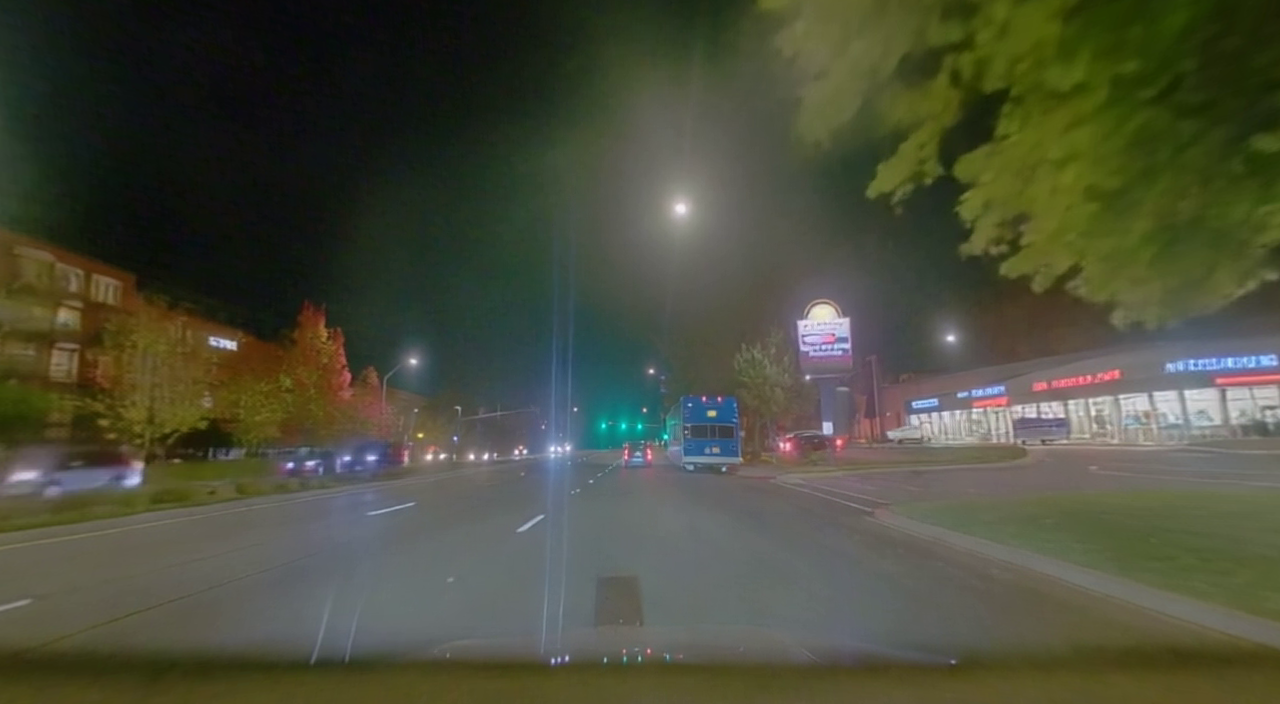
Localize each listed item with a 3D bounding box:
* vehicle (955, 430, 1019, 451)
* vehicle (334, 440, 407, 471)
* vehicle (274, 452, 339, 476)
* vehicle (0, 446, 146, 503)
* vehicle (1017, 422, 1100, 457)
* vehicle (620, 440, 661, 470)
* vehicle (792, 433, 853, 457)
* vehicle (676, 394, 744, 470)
[{"bbox_3d":[25.884,6.597,47.064,4.196,1.520,1.953,4,-10,-24],"label":"vehicle"},{"bbox_3d":[-14.970,5.774,35.389,1.983,1.630,4.568,0,-9,1],"label":"vehicle"},{"bbox_3d":[-22.395,7.506,42.582,1.900,1.448,4.562,0,-9,0],"label":"vehicle"},{"bbox_3d":[-18.222,3.738,19.766,1.832,1.528,4.603,0,-9,0],"label":"vehicle"},{"bbox_3d":[23.950,4.990,36.116,4.430,1.659,1.905,1,-10,-29],"label":"vehicle"},{"bbox_3d":[-0.014,5.664,34.760,2.103,1.506,4.742,0,-9,-1],"label":"vehicle"},{"bbox_3d":[13.694,6.977,47.435,4.037,1.538,1.912,-7,-10,25],"label":"vehicle"},{"bbox_3d":[3.851,4.773,36.979,2.896,3.921,8.415,0,-9,-1],"label":"vehicle"}]
